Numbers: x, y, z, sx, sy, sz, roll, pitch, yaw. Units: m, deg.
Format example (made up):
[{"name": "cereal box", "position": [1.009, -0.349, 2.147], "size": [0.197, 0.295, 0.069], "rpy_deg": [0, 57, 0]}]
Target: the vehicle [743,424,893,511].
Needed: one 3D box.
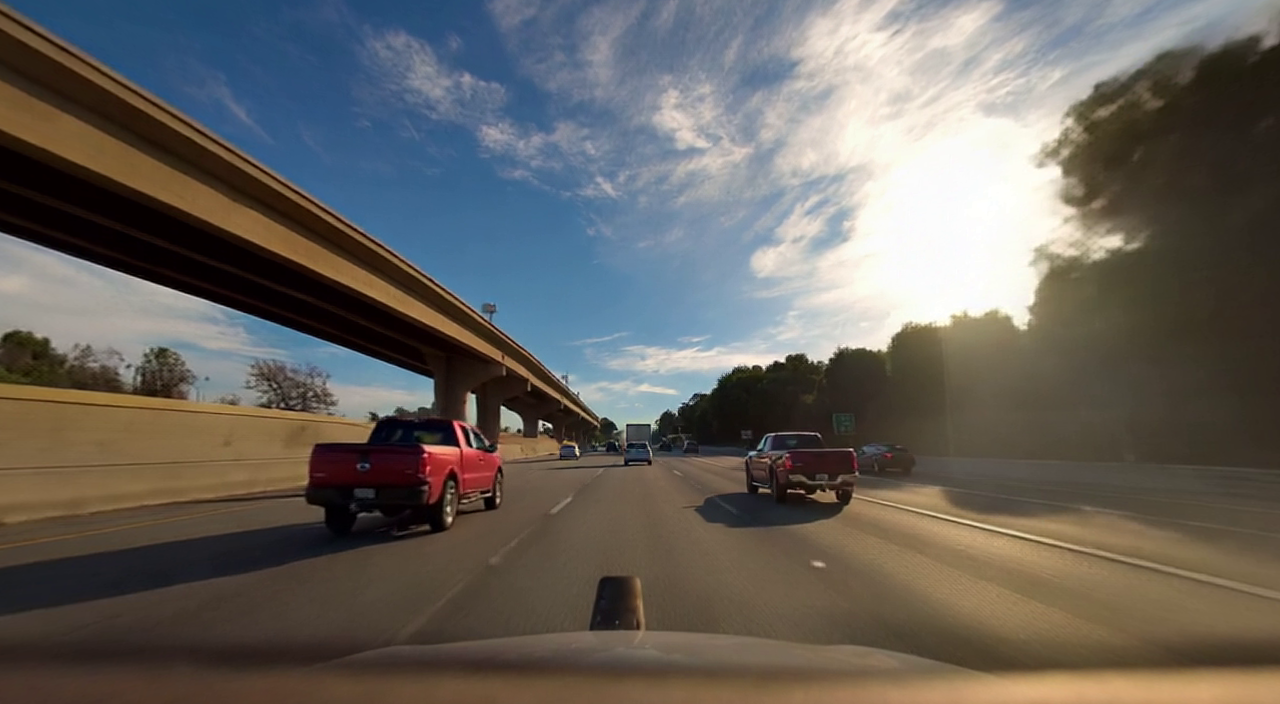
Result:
[{"name": "vehicle", "position": [3.787, 2.547, 14.296], "size": [2.119, 1.653, 4.000], "rpy_deg": [0, -9, -2]}]

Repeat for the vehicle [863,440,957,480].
[{"name": "vehicle", "position": [11.060, 4.451, 26.264], "size": [1.961, 1.480, 4.331], "rpy_deg": [0, -9, -1]}]

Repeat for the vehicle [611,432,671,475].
[{"name": "vehicle", "position": [0.051, 4.821, 30.199], "size": [2.572, 1.837, 5.693], "rpy_deg": [0, -9, 0]}]

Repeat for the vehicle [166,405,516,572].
[{"name": "vehicle", "position": [-3.584, 1.800, 9.099], "size": [2.535, 1.715, 5.030], "rpy_deg": [0, -9, 0]}]
